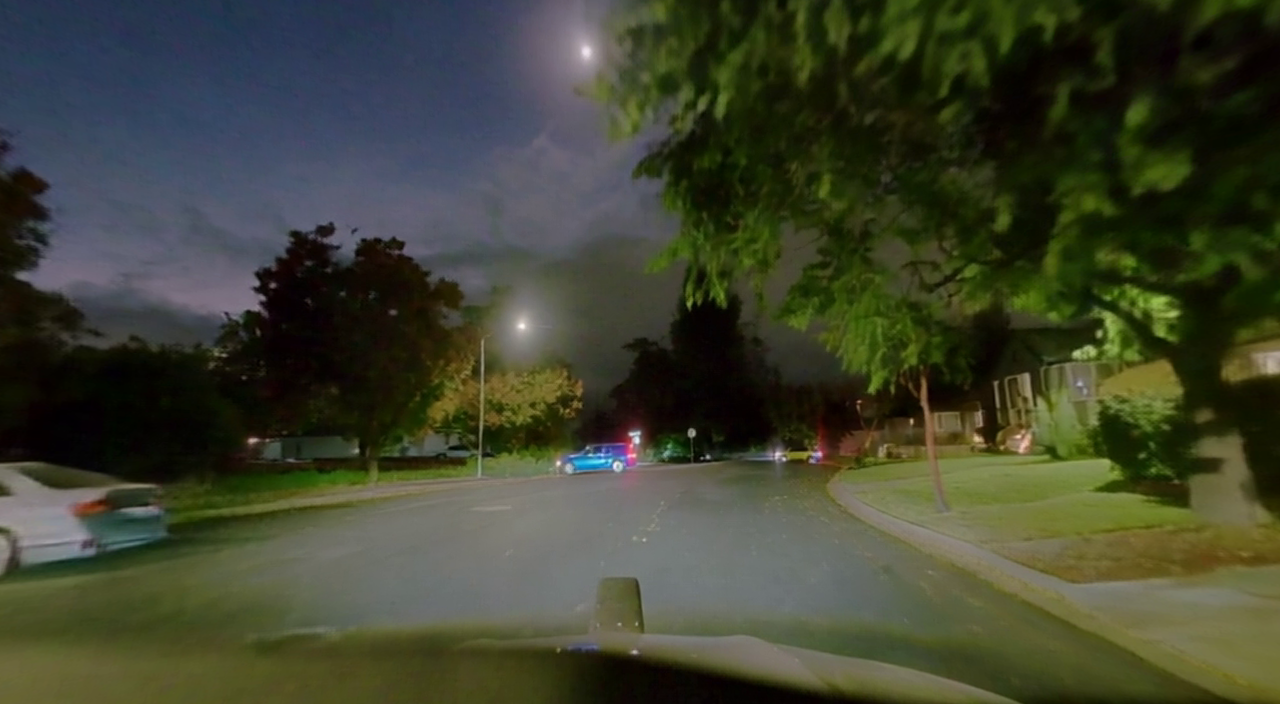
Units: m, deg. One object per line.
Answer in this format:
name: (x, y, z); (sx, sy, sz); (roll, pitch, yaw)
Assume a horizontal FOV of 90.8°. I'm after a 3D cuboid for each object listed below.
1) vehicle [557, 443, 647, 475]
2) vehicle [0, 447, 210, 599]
vehicle: (-2.089, 5.956, 35.286); (4.692, 1.660, 1.879); (-2, -9, 13)
vehicle: (-8.004, 1.852, 7.328); (4.653, 1.480, 1.871); (0, -9, 2)
